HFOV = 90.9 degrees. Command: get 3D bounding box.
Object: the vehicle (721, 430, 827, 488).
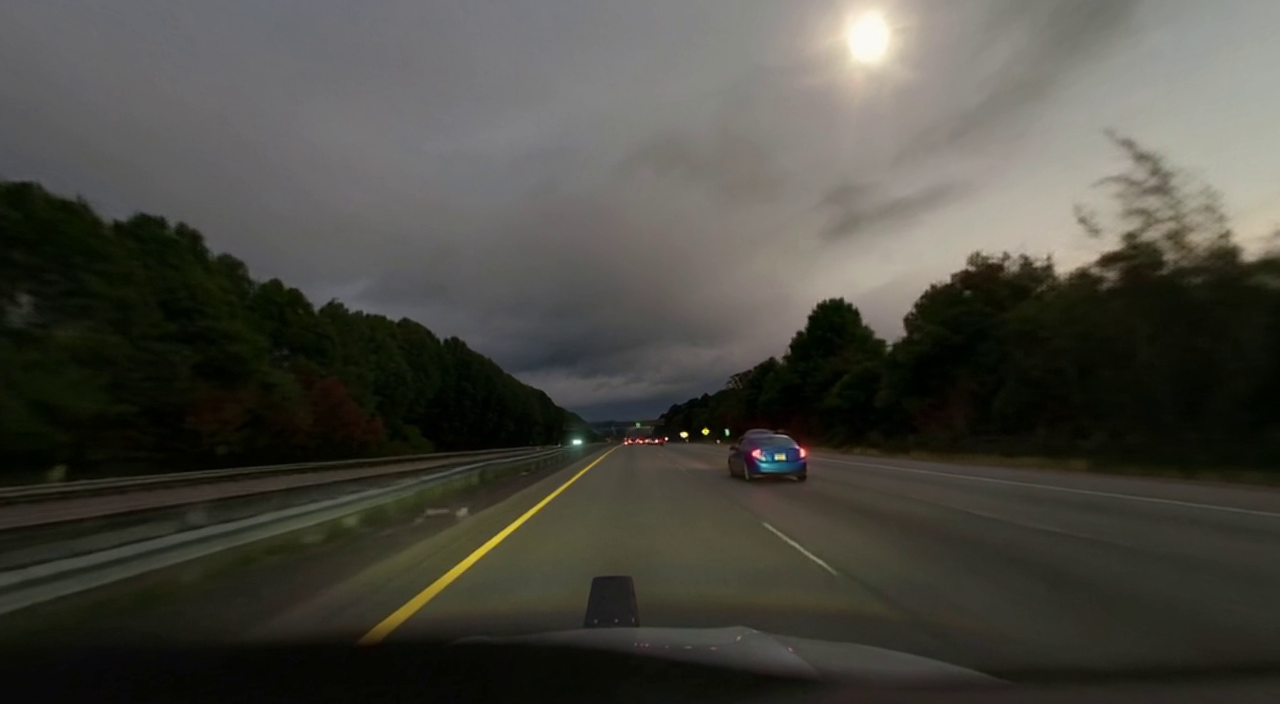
[{"bbox_3d":[3.791,3.107,18.694,2.017,1.502,4.369,0,-8,-2],"label":"vehicle"}]
